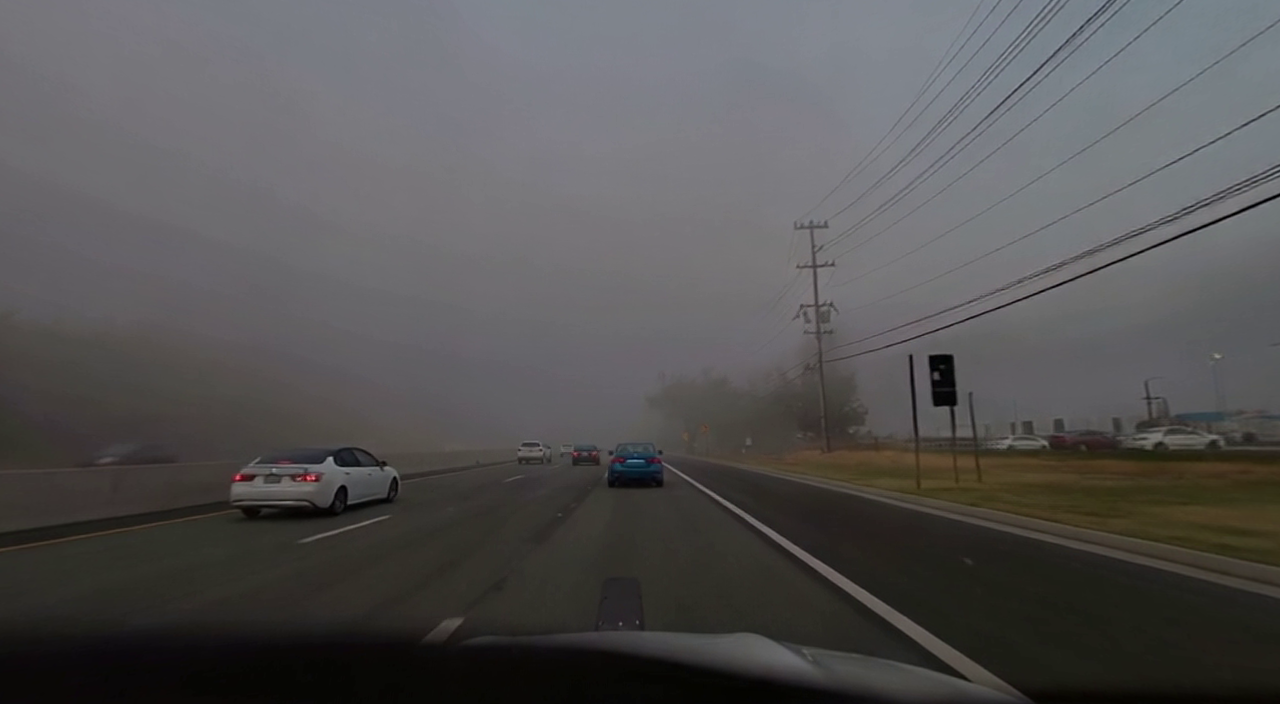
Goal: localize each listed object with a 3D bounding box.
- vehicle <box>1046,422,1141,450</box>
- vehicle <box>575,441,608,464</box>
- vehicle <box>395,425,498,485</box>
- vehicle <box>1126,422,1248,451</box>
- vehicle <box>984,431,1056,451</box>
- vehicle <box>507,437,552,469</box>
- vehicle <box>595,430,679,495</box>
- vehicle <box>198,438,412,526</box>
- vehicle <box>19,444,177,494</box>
[{"bbox_3d":[29.539,5.514,41.245,4.554,1.761,2.095,0,-8,0],"label":"vehicle"},{"bbox_3d":[-3.389,7.110,44.853,2.055,1.510,3.961,0,-8,-1],"label":"vehicle"},{"bbox_3d":[-6.755,3.664,22.721,2.144,1.905,4.967,0,-8,0],"label":"vehicle"},{"bbox_3d":[29.592,4.625,34.306,4.674,1.485,1.874,-1,-8,6],"label":"vehicle"},{"bbox_3d":[29.079,6.808,48.433,4.105,1.306,2.050,-2,-8,1],"label":"vehicle"},{"bbox_3d":[-6.435,5.919,37.240,1.914,1.756,4.179,0,-8,0],"label":"vehicle"},{"bbox_3d":[-0.109,3.154,18.361,2.140,1.653,4.108,0,-8,-1],"label":"vehicle"},{"bbox_3d":[-6.545,2.550,13.084,1.900,1.483,4.547,0,-8,0],"label":"vehicle"},{"bbox_3d":[-21.074,4.524,24.896,2.125,1.745,4.550,0,-8,0],"label":"vehicle"}]
